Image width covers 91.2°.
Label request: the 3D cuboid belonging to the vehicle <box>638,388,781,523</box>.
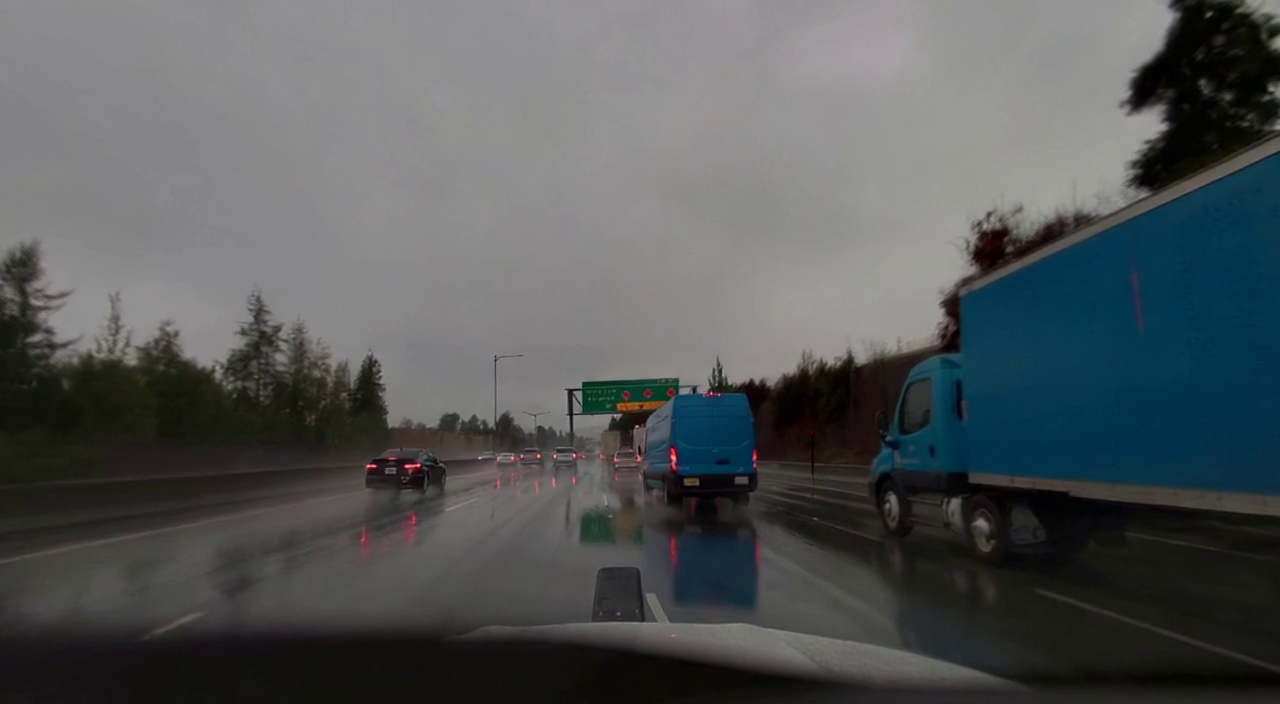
[{"bbox_3d":[1.326,2.371,14.634,2.268,2.551,5.144,0,-9,-6],"label":"vehicle"}]

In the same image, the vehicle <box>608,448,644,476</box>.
[{"bbox_3d":[-0.884,6.376,36.569,1.906,1.499,3.843,0,-9,-4],"label":"vehicle"}]

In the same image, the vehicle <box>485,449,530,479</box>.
[{"bbox_3d":[-7.234,6.145,34.541,2.026,1.506,4.102,1,-9,-7],"label":"vehicle"}]

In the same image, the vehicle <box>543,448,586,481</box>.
[{"bbox_3d":[-3.734,5.639,31.597,2.002,1.536,4.021,0,-9,-5],"label":"vehicle"}]

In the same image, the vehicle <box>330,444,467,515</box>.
[{"bbox_3d":[-5.870,3.115,15.879,2.003,1.498,4.386,0,-9,-4],"label":"vehicle"}]

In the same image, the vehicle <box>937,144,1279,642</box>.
[{"bbox_3d":[5.981,0.243,4.233,2.800,3.507,9.244,0,-9,-4],"label":"vehicle"}]
